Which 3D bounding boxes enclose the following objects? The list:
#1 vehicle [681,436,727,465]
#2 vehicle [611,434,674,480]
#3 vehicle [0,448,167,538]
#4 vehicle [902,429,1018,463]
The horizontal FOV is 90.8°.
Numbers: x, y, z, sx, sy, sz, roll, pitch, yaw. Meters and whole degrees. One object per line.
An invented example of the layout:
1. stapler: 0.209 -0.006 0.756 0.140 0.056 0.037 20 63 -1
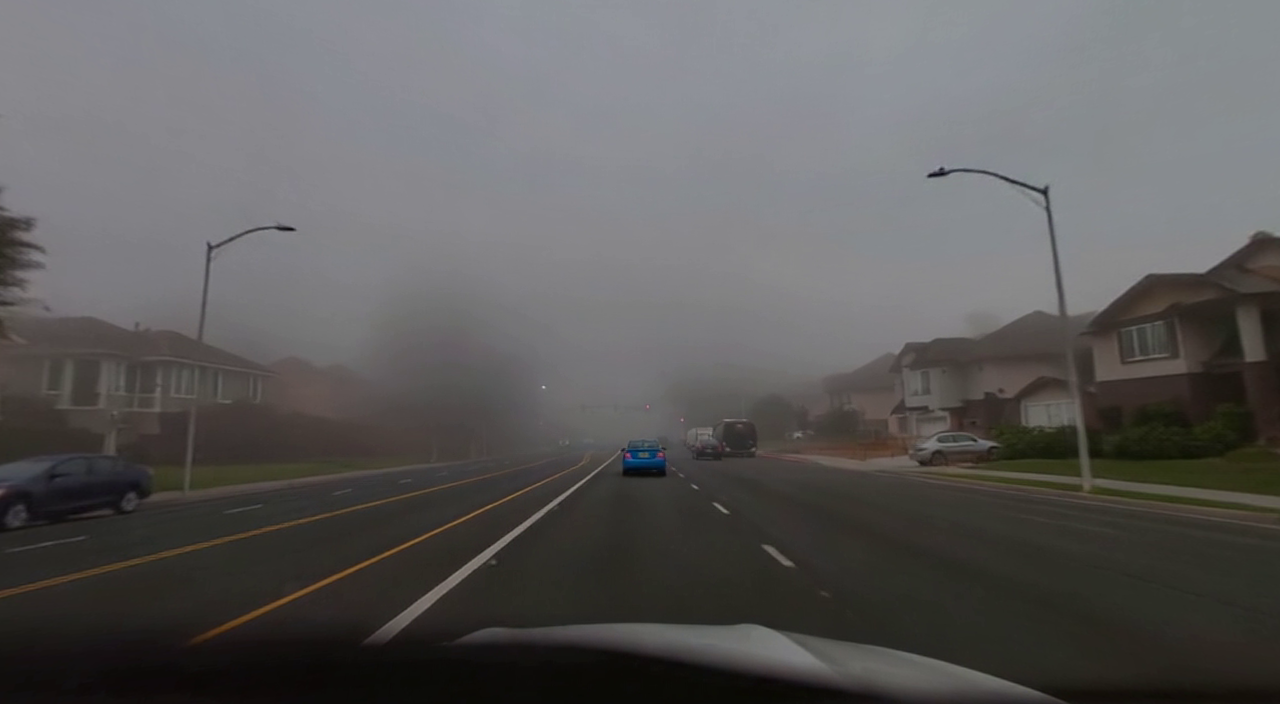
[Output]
1. vehicle: 3.520 5.551 35.804 2.161 1.519 4.568 0 -9 0
2. vehicle: 0.054 3.765 22.869 2.093 1.497 4.010 0 -9 -1
3. vehicle: -14.241 3.158 14.680 2.078 1.833 5.666 0 -9 0
4. vehicle: 15.207 4.497 30.167 4.456 1.520 1.911 0 -9 -2
